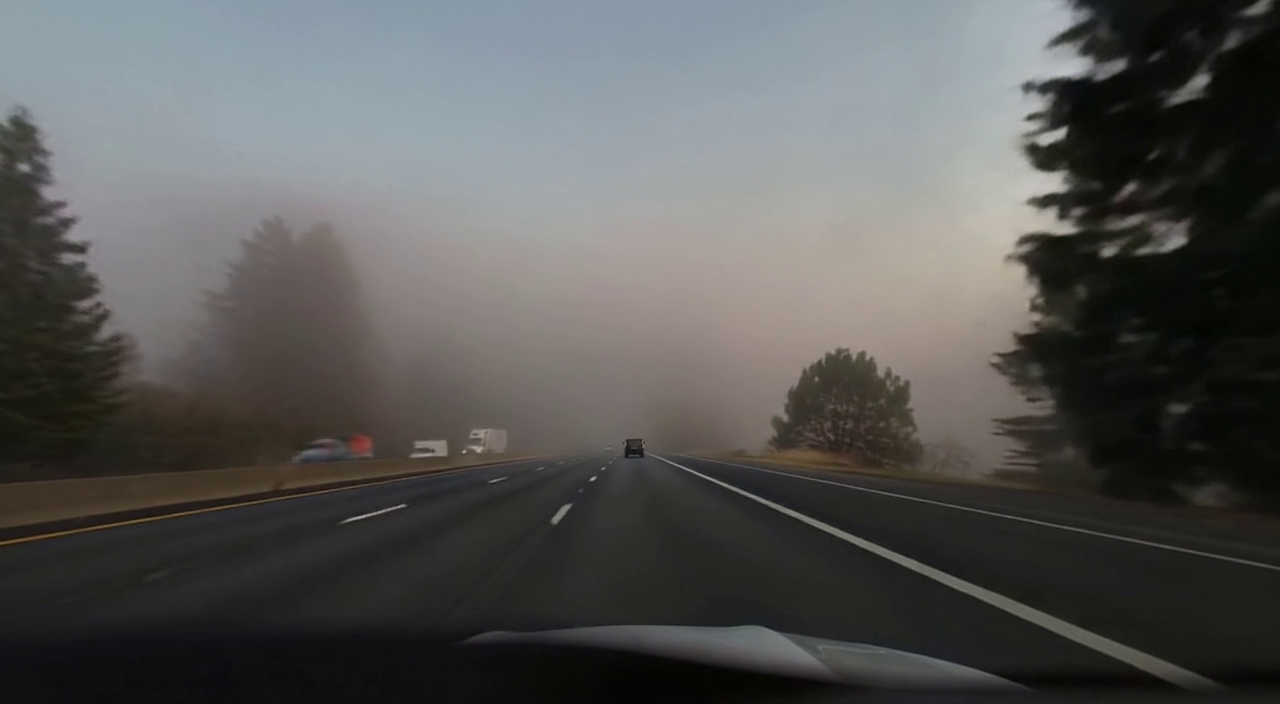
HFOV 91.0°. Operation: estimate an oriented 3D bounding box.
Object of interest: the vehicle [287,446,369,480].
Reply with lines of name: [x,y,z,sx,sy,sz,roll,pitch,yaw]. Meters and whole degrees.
vehicle: [-14.531,5.148,29.525,1.852,1.454,3.973,0,-8,-1]
